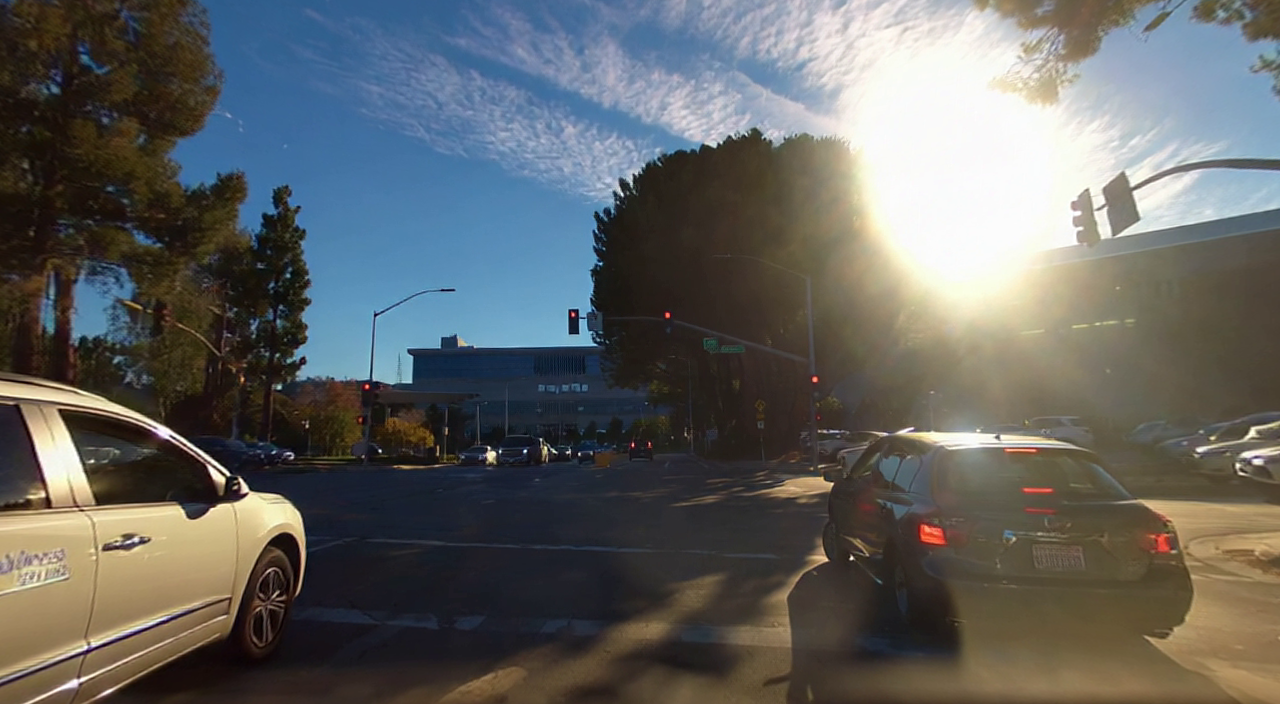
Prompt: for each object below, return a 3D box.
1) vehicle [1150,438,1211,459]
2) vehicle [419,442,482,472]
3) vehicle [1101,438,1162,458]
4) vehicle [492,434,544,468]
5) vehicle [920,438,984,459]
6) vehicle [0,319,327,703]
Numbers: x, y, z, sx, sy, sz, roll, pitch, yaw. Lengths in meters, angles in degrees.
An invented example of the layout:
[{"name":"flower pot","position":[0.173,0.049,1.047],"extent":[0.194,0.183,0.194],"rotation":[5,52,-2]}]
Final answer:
[{"name":"vehicle","position":[41.128,7.423,48.092],"extent":[1.767,1.456,4.191],"rotation":[-5,-10,15]},{"name":"vehicle","position":[-10.638,5.918,35.719],"extent":[2.041,1.548,4.868],"rotation":[0,-8,0]},{"name":"vehicle","position":[38.481,7.538,49.511],"extent":[1.837,1.514,4.786],"rotation":[-2,-9,13]},{"name":"vehicle","position":[-7.165,5.860,37.461],"extent":[2.081,1.818,4.782],"rotation":[0,-8,1]},{"name":"vehicle","position":[21.471,6.638,43.393],"extent":[3.576,1.425,1.702],"rotation":[2,-8,-12]},{"name":"vehicle","position":[-3.481,0.815,2.701],"extent":[2.000,1.789,4.638],"rotation":[0,-8,-2]}]
